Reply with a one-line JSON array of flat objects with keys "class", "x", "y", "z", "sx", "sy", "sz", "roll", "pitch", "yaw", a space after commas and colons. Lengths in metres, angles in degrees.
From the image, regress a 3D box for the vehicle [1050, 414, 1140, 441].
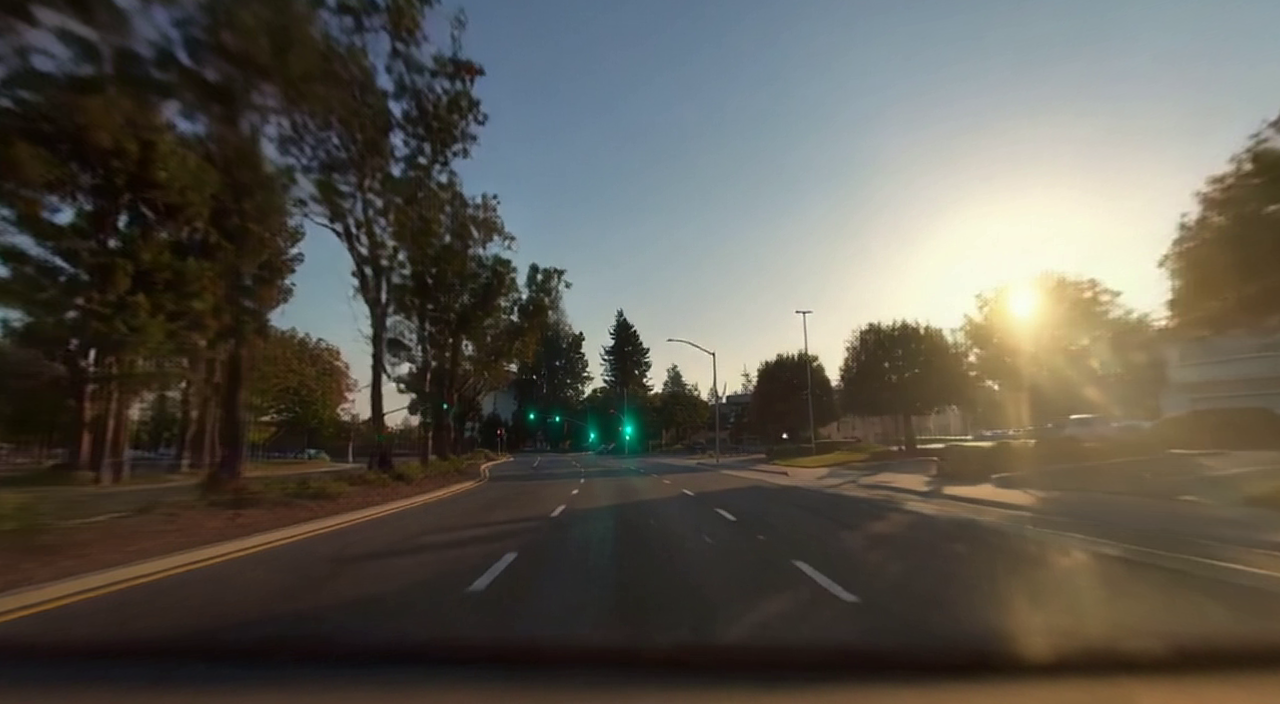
[{"class": "vehicle", "x": 27.206, "y": 4.596, "z": 37.878, "sx": 1.808, "sy": 1.485, "sz": 4.467, "roll": 1, "pitch": -8, "yaw": -5}]
